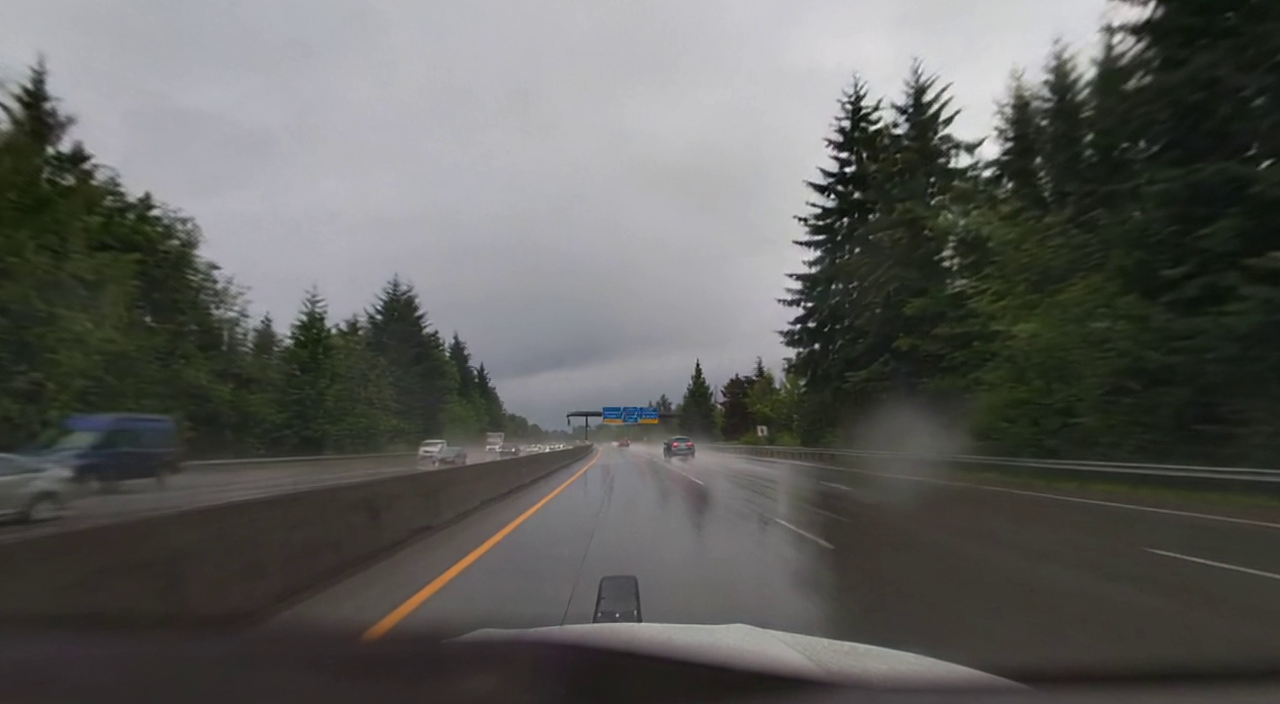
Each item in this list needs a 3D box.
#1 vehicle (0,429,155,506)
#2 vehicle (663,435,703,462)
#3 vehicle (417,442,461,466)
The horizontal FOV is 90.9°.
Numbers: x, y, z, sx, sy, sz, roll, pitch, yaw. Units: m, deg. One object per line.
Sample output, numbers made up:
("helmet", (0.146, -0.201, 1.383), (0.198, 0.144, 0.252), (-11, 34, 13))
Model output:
("vehicle", (-16.686, 3.289, 18.459), (1.982, 2.008, 3.697), (0, -8, -2))
("vehicle", (2.567, 5.860, 38.526), (1.958, 1.526, 4.227), (1, -8, -3))
("vehicle", (-13.795, 7.006, 43.453), (1.820, 1.509, 3.968), (0, -8, -2))
